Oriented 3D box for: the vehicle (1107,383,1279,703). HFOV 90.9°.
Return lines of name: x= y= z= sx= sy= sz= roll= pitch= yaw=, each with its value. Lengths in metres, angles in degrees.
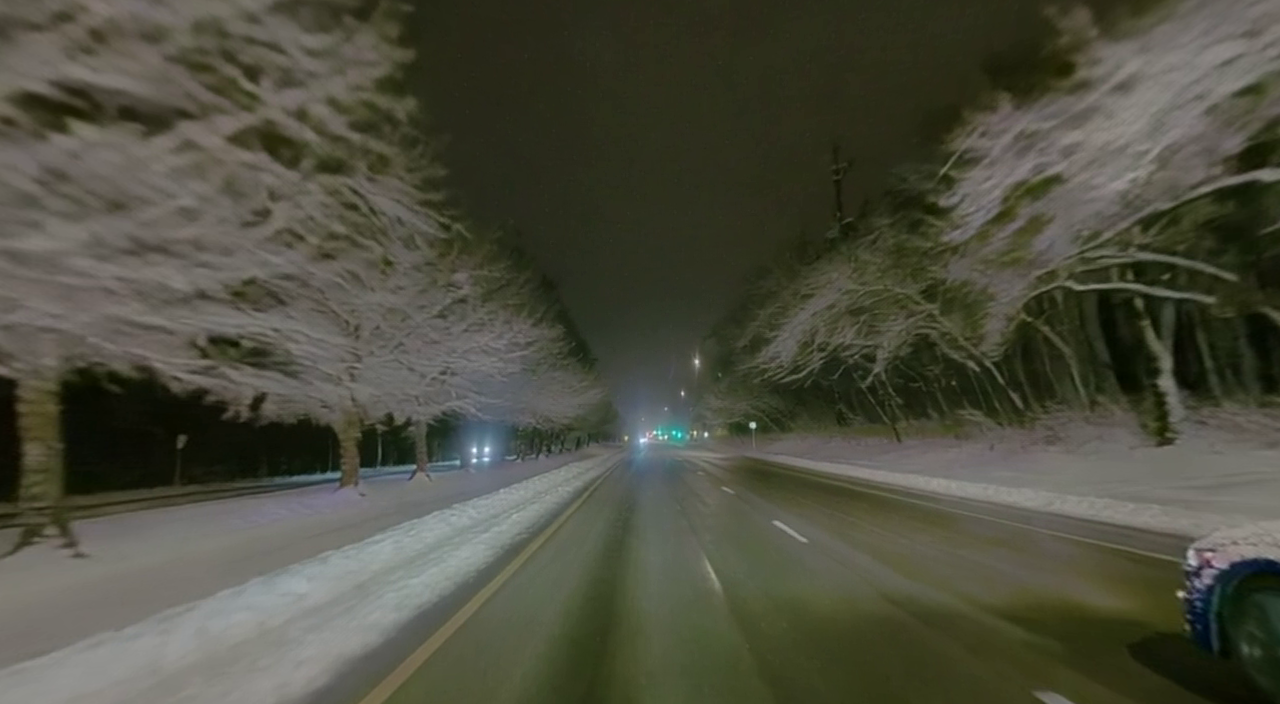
vehicle: x=3.505 y=0.646 z=0.893 sx=2.061 sy=1.503 sz=4.823 roll=0 pitch=-8 yaw=1
